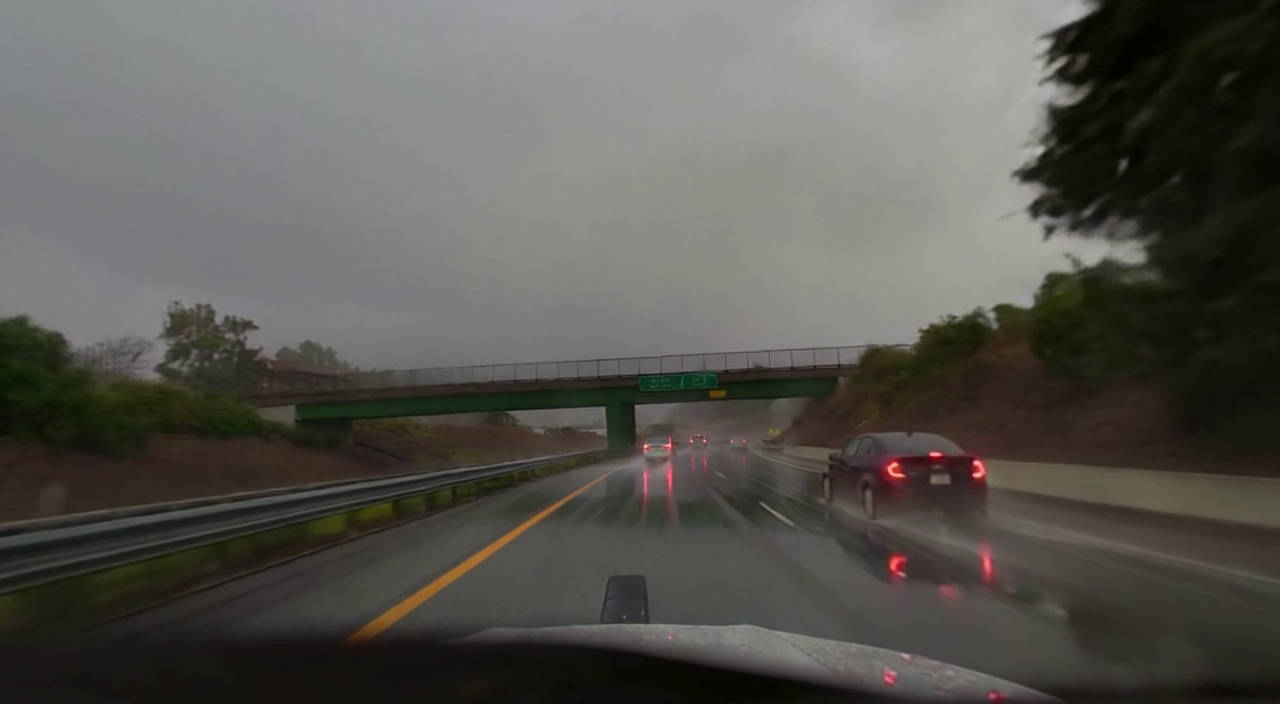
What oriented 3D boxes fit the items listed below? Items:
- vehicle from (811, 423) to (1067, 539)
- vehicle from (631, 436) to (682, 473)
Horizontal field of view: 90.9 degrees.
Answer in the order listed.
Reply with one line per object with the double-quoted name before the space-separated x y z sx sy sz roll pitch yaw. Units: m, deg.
"vehicle" 4.487 2.015 10.479 2.163 1.489 4.470 0 -8 2
"vehicle" 0.756 4.370 27.029 1.993 1.461 3.812 -1 -8 3
